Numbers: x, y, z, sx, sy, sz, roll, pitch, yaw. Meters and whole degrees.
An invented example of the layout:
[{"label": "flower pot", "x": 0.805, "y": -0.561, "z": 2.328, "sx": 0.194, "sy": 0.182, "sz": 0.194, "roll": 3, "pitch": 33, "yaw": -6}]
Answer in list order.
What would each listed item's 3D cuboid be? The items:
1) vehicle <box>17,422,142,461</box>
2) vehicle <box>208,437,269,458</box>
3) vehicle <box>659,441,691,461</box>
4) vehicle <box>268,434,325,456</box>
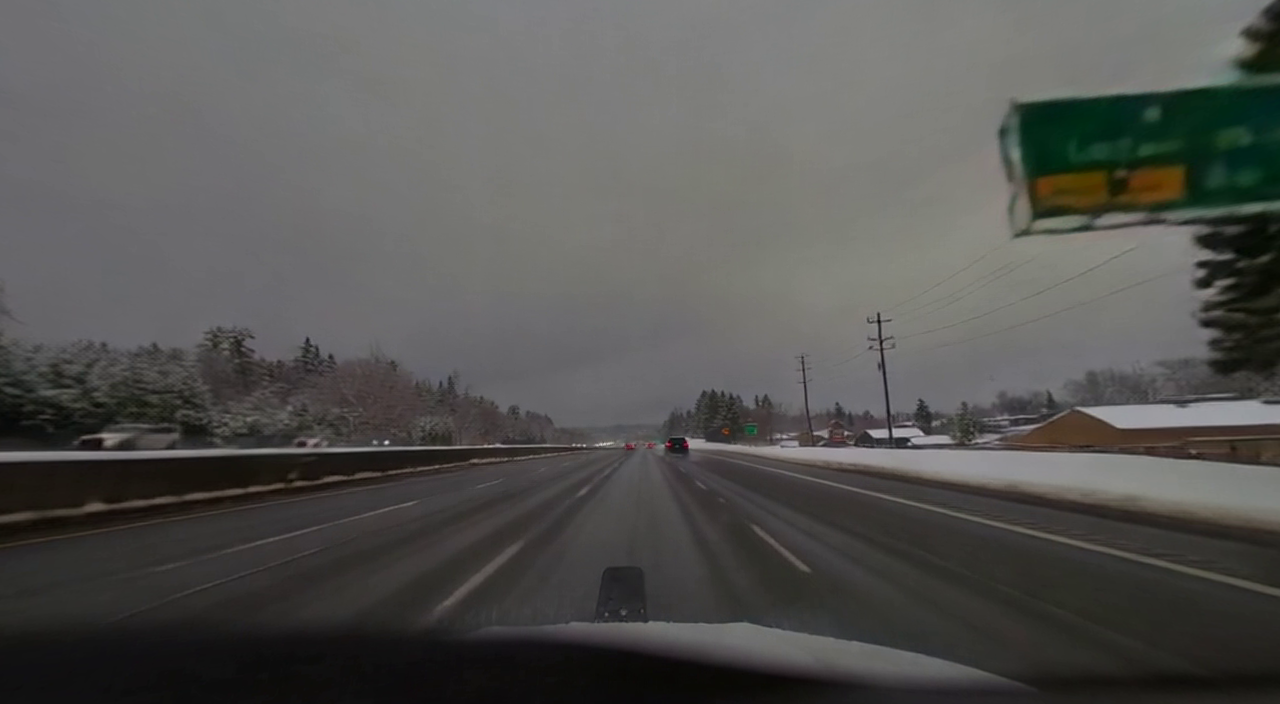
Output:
[{"label": "vehicle", "x": -26.151, "y": 4.211, "z": 29.636, "sx": 1.943, "sy": 1.713, "sz": 4.243, "roll": 0, "pitch": -8, "yaw": 0}, {"label": "vehicle", "x": -29.956, "y": 7.145, "z": 47.202, "sx": 1.765, "sy": 1.501, "sz": 4.267, "roll": 0, "pitch": -8, "yaw": 0}, {"label": "vehicle", "x": 2.637, "y": 7.585, "z": 48.425, "sx": 2.036, "sy": 1.486, "sz": 4.375, "roll": 0, "pitch": -8, "yaw": -2}, {"label": "vehicle", "x": -26.070, "y": 7.060, "z": 48.036, "sx": 1.843, "sy": 1.595, "sz": 4.423, "roll": 0, "pitch": -8, "yaw": -1}]
